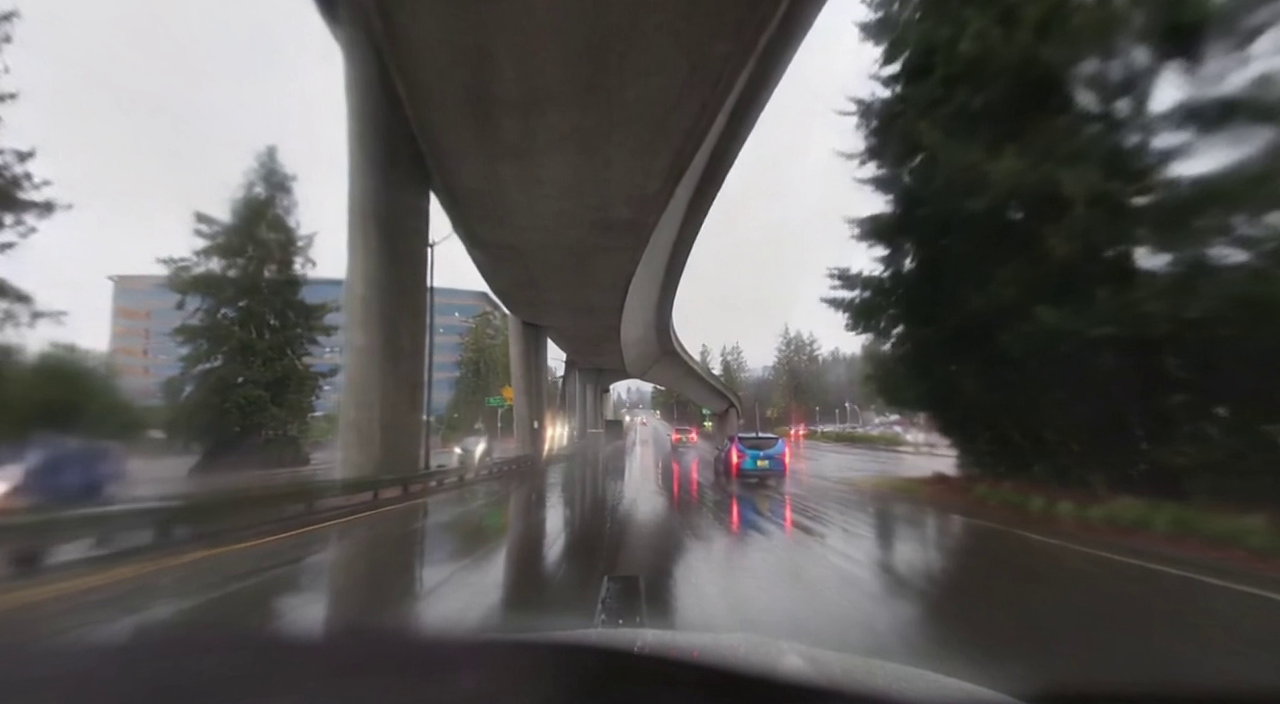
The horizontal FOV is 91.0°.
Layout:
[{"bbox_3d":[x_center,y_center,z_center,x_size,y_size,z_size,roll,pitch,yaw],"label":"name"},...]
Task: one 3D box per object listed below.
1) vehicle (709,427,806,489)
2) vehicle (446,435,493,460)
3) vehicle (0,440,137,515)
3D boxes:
[{"bbox_3d":[3.487,3.262,19.647,2.110,1.712,4.489,0,-9,0],"label":"vehicle"},{"bbox_3d":[-12.234,6.906,45.515,1.976,1.694,4.453,0,-9,2],"label":"vehicle"},{"bbox_3d":[-15.838,3.155,16.174,1.958,1.725,4.539,0,-9,1],"label":"vehicle"}]
